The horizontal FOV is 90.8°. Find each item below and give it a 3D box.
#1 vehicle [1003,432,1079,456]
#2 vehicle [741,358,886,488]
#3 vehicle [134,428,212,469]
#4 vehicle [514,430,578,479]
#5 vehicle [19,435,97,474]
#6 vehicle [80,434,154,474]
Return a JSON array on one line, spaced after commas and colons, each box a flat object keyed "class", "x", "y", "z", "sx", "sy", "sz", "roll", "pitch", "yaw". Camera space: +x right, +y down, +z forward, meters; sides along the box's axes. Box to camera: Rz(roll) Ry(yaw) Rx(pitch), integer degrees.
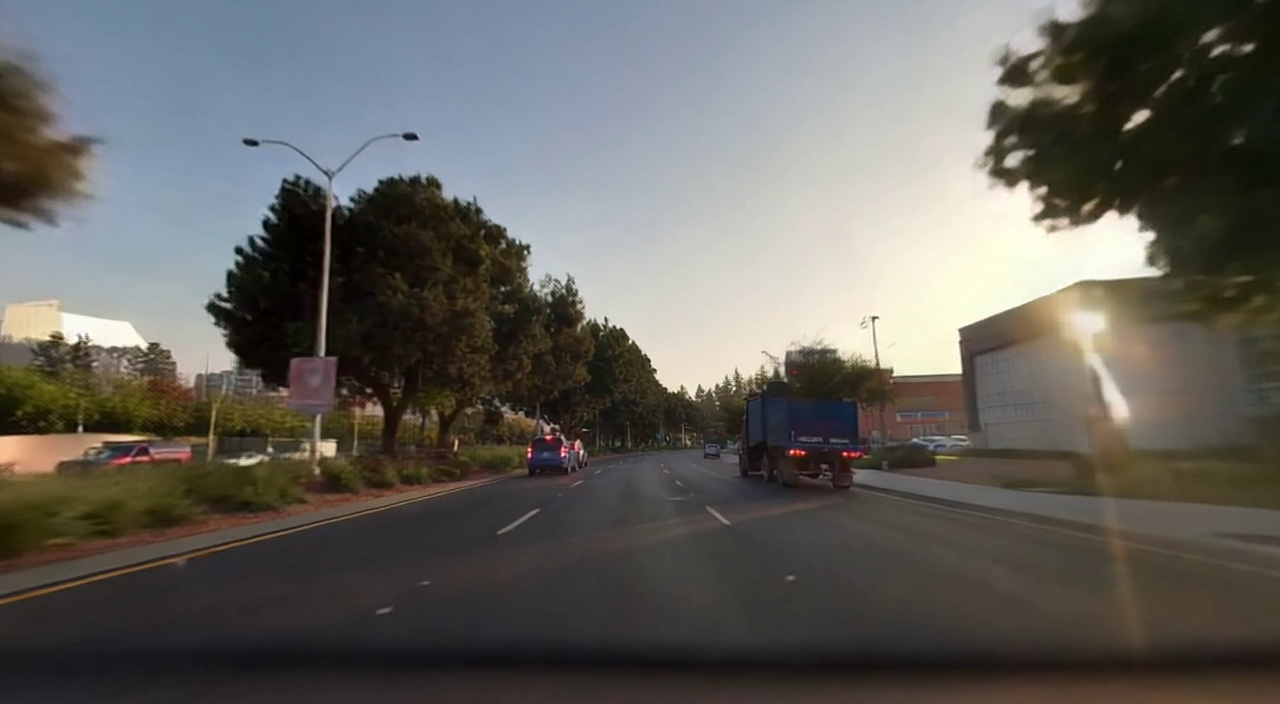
[{"class": "vehicle", "x": 30.246, "y": 6.987, "z": 47.776, "sx": 4.346, "sy": 1.772, "sz": 1.955, "roll": 0, "pitch": -10, "yaw": 0}, {"class": "vehicle", "x": 6.161, "y": 2.885, "z": 24.379, "sx": 2.981, "sy": 4.106, "sz": 8.794, "roll": 0, "pitch": -9, "yaw": 0}, {"class": "vehicle", "x": -34.580, "y": 7.208, "z": 46.723, "sx": 6.078, "sy": 2.726, "sz": 2.294, "roll": -7, "pitch": -12, "yaw": 31}, {"class": "vehicle", "x": -4.376, "y": 4.894, "z": 30.419, "sx": 2.270, "sy": 2.068, "sz": 5.865, "roll": 0, "pitch": -9, "yaw": -1}, {"class": "vehicle", "x": -38.860, "y": 6.795, "z": 42.126, "sx": 6.478, "sy": 2.425, "sz": 2.435, "roll": -6, "pitch": -11, "yaw": 36}, {"class": "vehicle", "x": -36.305, "y": 7.054, "z": 43.799, "sx": 5.674, "sy": 2.586, "sz": 2.268, "roll": -6, "pitch": -10, "yaw": 35}]
